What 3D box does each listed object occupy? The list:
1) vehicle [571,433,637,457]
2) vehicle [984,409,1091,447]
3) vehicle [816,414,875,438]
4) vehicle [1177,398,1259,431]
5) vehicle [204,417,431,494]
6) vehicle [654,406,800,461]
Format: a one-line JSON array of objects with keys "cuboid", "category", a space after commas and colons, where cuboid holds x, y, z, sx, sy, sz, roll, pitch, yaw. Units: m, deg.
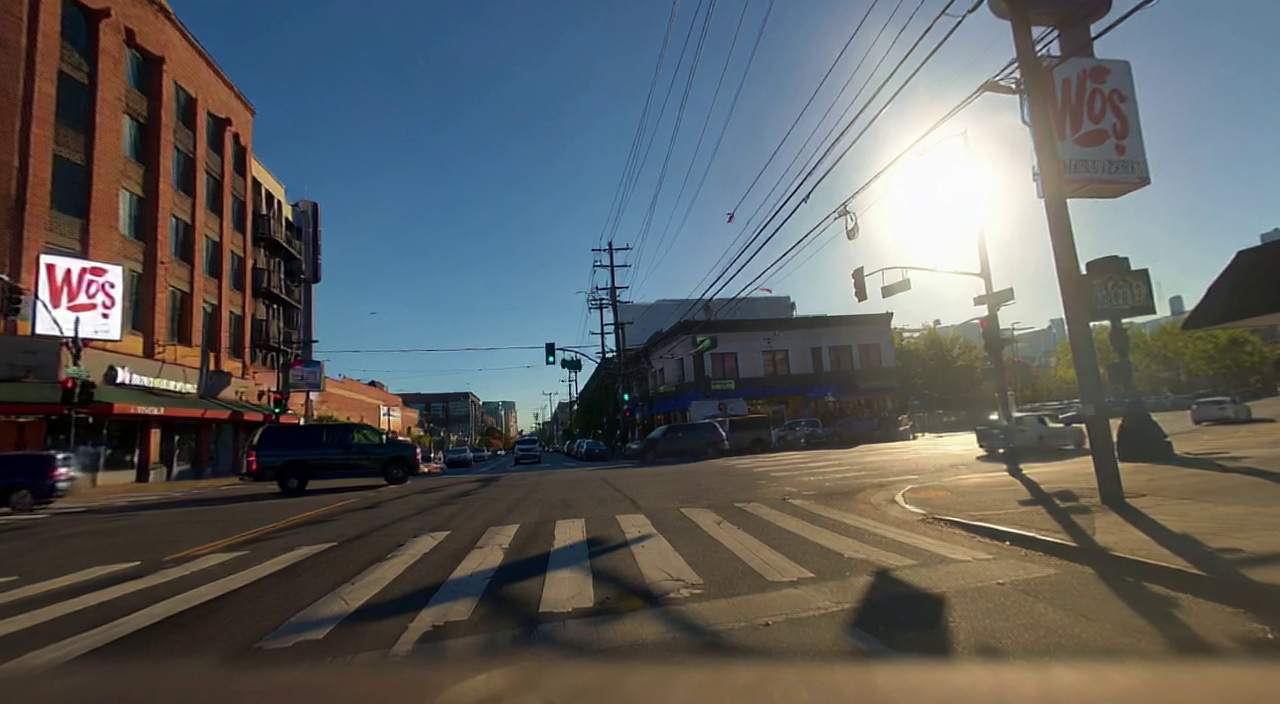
[{"cuboid": [-2.679, 6.810, 46.374, 4.591, 1.686, 1.816, 1, -9, -11], "category": "vehicle"}, {"cuboid": [17.093, 3.306, 27.129, 4.499, 1.524, 1.784, 4, -10, -29], "category": "vehicle"}, {"cuboid": [16.082, 5.828, 49.431, 4.589, 1.730, 1.801, 6, -9, -31], "category": "vehicle"}, {"cuboid": [33.406, 3.639, 36.482, 4.637, 1.723, 1.911, 4, -10, -29], "category": "vehicle"}, {"cuboid": [-9.331, 2.990, 18.578, 5.603, 1.938, 2.081, 5, -10, -33], "category": "vehicle"}, {"cuboid": [3.560, 3.343, 25.696, 5.588, 1.985, 2.374, 5, -10, -31], "category": "vehicle"}]
